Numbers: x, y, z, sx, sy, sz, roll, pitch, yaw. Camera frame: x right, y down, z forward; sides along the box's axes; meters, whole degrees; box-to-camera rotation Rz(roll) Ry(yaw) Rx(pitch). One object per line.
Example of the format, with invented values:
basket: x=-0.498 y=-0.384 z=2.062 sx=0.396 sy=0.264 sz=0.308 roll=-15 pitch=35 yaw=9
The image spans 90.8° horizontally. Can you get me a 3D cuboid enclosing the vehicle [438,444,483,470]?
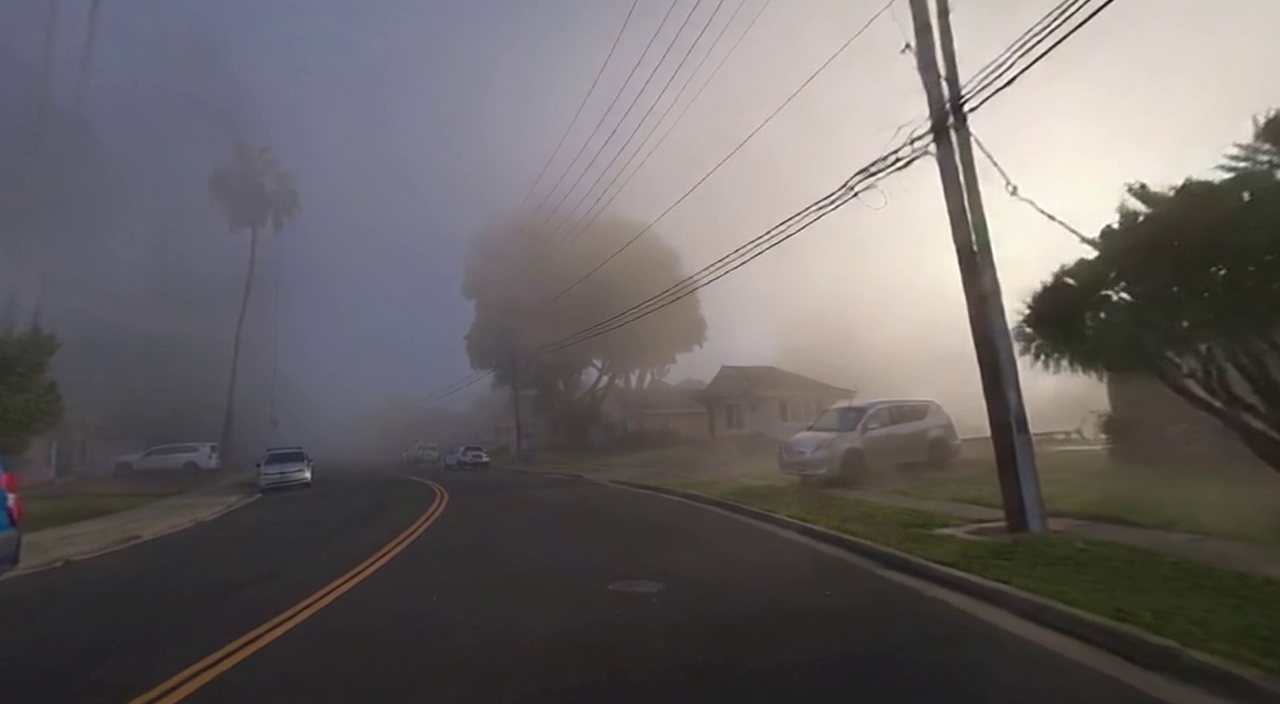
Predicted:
vehicle: x=-11.525 y=6.681 z=40.334 sx=1.870 sy=1.490 sz=3.802 roll=4 pitch=-8 yaw=-29

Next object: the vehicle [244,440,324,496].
vehicle: x=-13.534 y=4.409 z=24.330 sx=2.410 sy=1.790 sz=4.699 roll=1 pitch=-9 yaw=-26

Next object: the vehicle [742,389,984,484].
vehicle: x=5.406 y=2.068 z=15.597 sx=5.102 sy=2.040 sz=2.472 roll=2 pitch=-8 yaw=-18

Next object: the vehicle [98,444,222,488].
vehicle: x=-22.004 y=5.191 z=29.173 sx=4.060 sy=1.843 sz=1.979 roll=3 pitch=-8 yaw=-20

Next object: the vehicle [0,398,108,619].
vehicle: x=-7.419 y=1.318 z=4.382 sx=2.552 sy=2.134 sz=6.076 roll=-3 pitch=-9 yaw=-5
